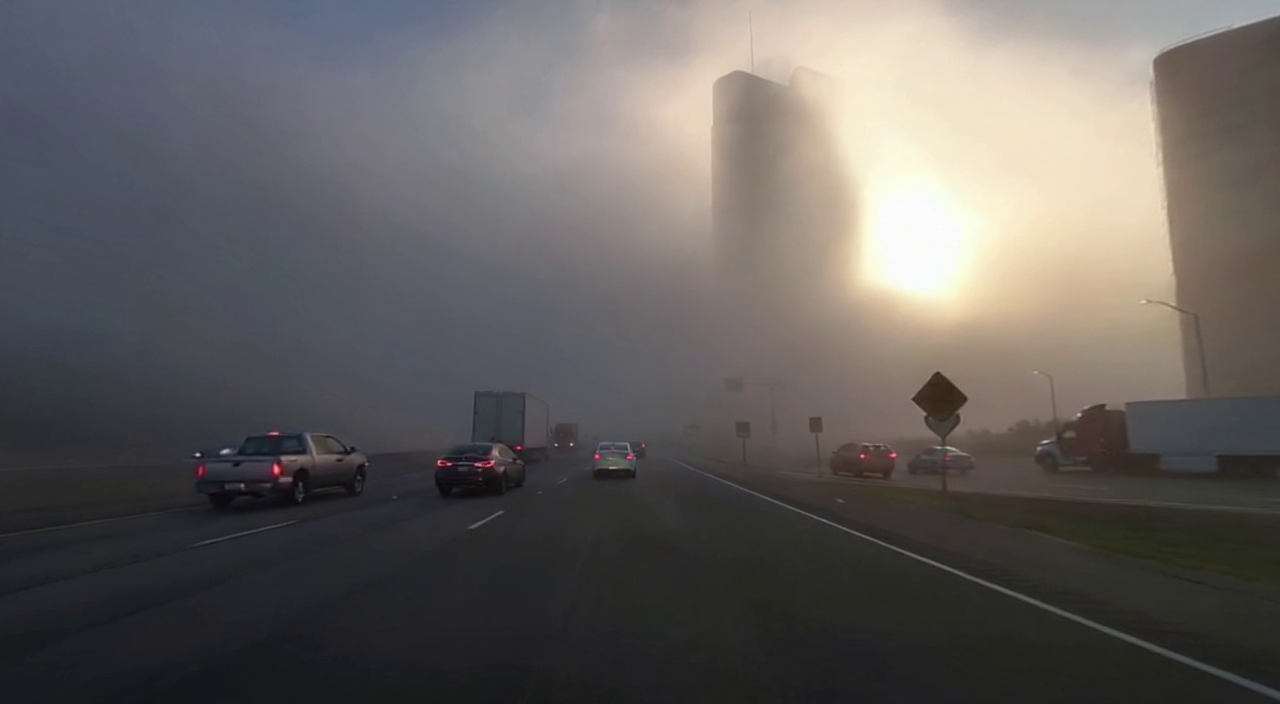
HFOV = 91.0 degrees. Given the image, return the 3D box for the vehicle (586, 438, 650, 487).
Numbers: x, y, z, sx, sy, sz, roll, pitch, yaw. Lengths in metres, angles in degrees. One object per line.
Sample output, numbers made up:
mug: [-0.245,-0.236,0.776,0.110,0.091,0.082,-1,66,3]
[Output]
vehicle: [-0.684,3.764,21.748,1.991,1.488,3.922,0,-9,0]

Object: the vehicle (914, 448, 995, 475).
vehicle: [18.370,6.388,37.022,1.902,1.494,4.239,3,-9,-14]

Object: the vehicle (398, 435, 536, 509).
vehicle: [-3.942,2.813,15.231,2.016,1.497,4.235,0,-9,2]

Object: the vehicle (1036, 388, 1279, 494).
vehicle: [22.508,3.714,26.145,3.015,3.855,9.519,8,-11,-41]

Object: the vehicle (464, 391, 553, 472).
vehicle: [-6.084,3.963,30.594,2.955,3.359,8.322,1,-9,-3]

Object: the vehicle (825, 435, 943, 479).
vehicle: [12.046,5.222,31.642,2.415,1.972,5.572,3,-9,-18]

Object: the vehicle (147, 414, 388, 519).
vehicle: [-7.522,2.379,13.522,2.190,1.821,4.800,0,-9,1]
